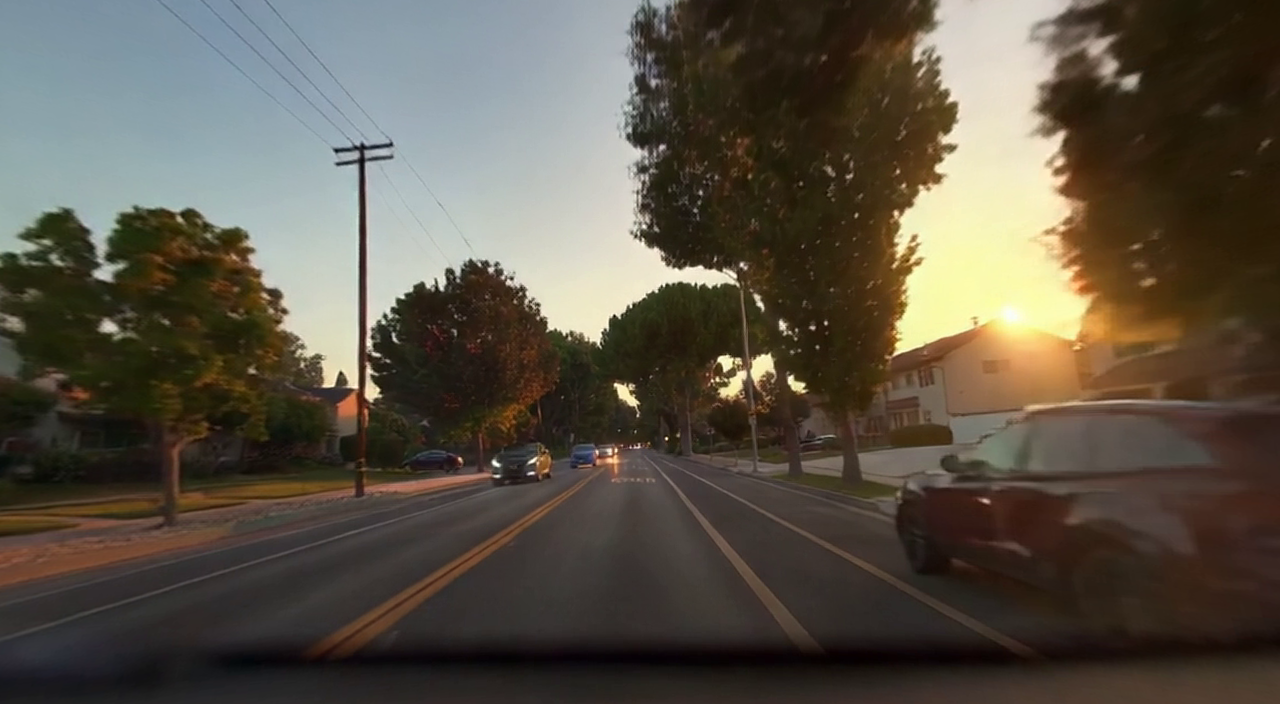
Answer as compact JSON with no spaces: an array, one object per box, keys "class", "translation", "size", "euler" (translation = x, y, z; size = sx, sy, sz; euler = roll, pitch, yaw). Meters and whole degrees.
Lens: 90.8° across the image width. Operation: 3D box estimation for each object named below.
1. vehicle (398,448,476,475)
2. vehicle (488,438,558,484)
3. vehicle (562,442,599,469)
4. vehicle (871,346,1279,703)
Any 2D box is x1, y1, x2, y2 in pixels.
[{"class":"vehicle","translation":[-13.933,7.512,43.552],"size":[4.607,1.772,2.261],"euler":[0,-8,-1]},{"class":"vehicle","translation":[-5.017,4.751,27.900],"size":[2.059,1.840,5.317],"euler":[0,-8,0]},{"class":"vehicle","translation":[-3.861,6.782,41.561],"size":[2.090,1.689,4.232],"euler":[0,-8,-1]},{"class":"vehicle","translation":[3.771,1.146,4.422],"size":[2.310,1.784,4.993],"euler":[0,-8,-1]}]
